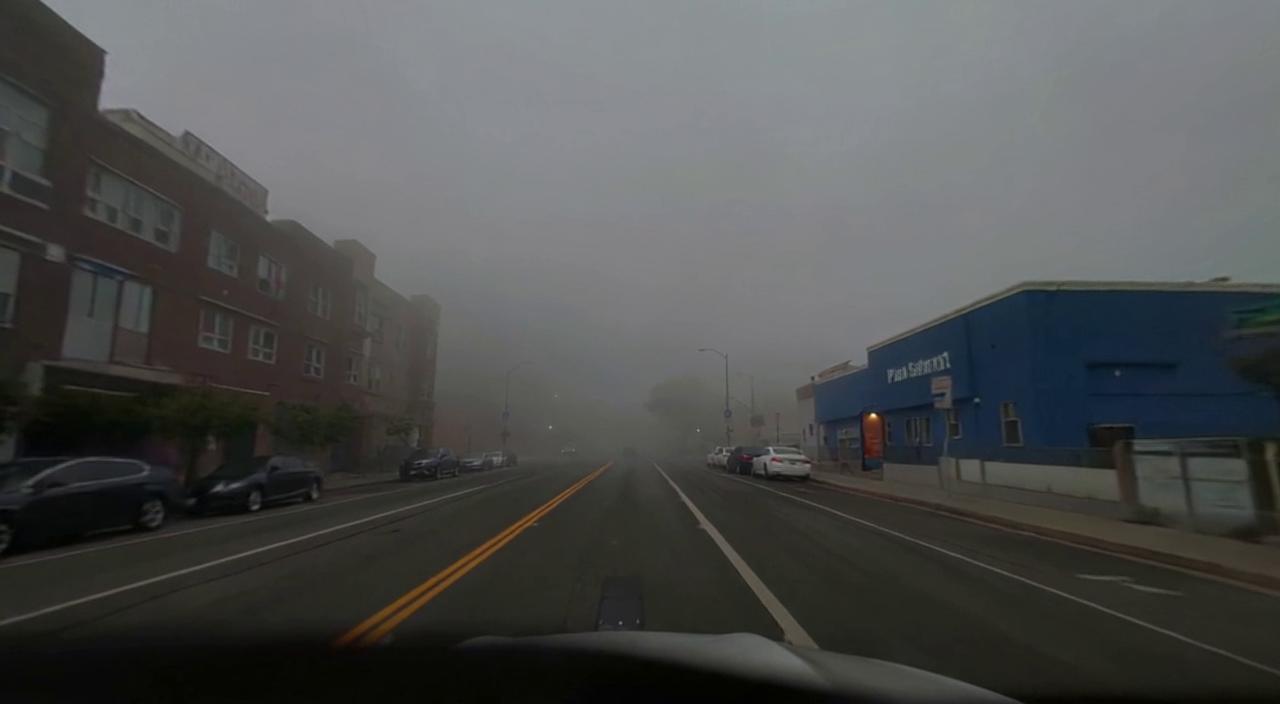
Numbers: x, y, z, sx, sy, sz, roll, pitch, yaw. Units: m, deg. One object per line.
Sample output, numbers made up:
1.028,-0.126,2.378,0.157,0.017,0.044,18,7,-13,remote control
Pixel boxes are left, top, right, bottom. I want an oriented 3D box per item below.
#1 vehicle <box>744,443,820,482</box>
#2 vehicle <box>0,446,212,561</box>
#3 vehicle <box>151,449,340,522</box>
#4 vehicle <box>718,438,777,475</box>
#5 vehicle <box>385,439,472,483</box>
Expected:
6.053,4.741,27.565,2.038,1.482,4.994,0,-8,-2,vehicle
-10.048,2.400,10.614,1.995,1.564,5.321,0,-8,0,vehicle
-9.638,3.249,16.020,2.021,1.482,4.601,0,-8,-3,vehicle
5.643,5.533,33.945,2.227,1.811,5.172,0,-8,-1,vehicle
-9.978,5.140,30.359,2.228,1.863,5.407,0,-8,1,vehicle
